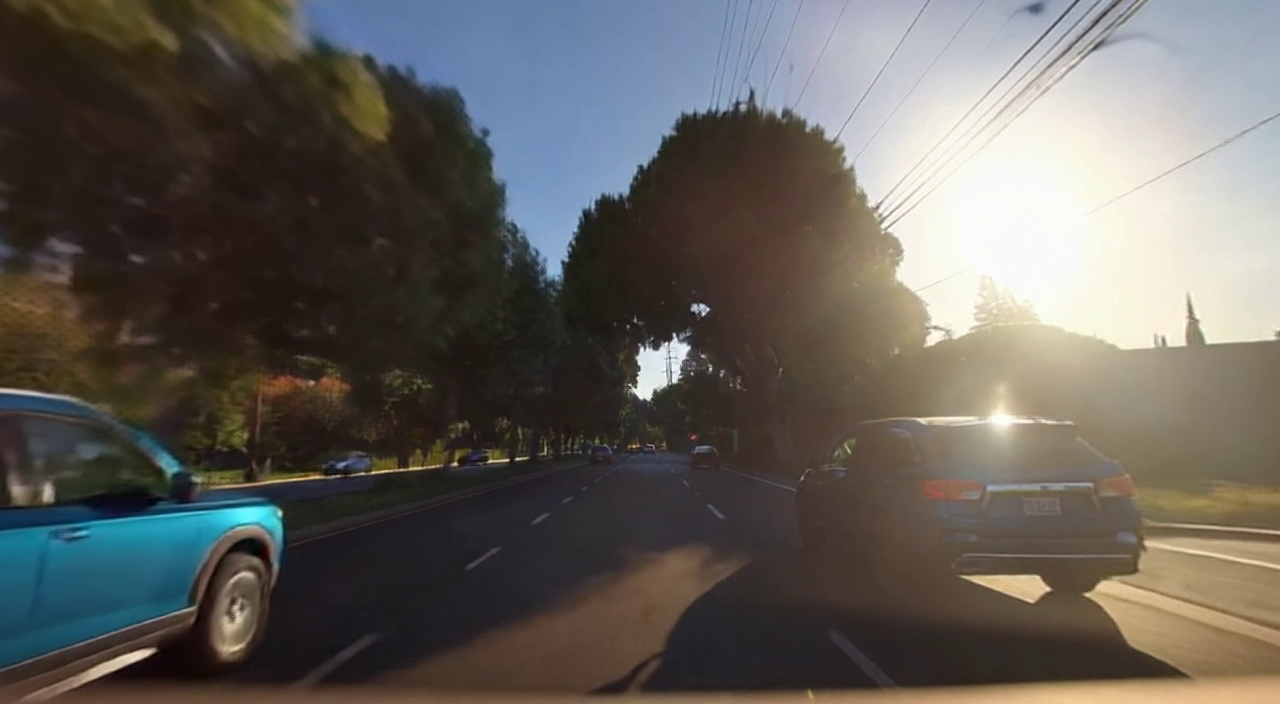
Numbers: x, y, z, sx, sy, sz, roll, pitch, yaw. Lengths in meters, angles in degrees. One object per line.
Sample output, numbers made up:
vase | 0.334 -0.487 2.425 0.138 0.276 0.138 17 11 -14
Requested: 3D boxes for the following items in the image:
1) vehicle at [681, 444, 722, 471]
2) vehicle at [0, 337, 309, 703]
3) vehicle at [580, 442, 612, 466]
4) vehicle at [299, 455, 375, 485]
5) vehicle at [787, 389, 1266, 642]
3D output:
vehicle | 3.484 6.060 36.329 1.906 1.468 4.422 0 -9 0
vehicle | -3.689 0.842 2.614 2.104 1.785 4.494 0 -9 1
vehicle | -3.301 7.718 48.015 2.066 1.725 4.241 0 -9 1
vehicle | -16.201 6.313 34.014 1.875 1.469 4.344 0 -9 1
vehicle | 3.203 1.467 6.665 2.182 1.744 4.464 0 -9 0
